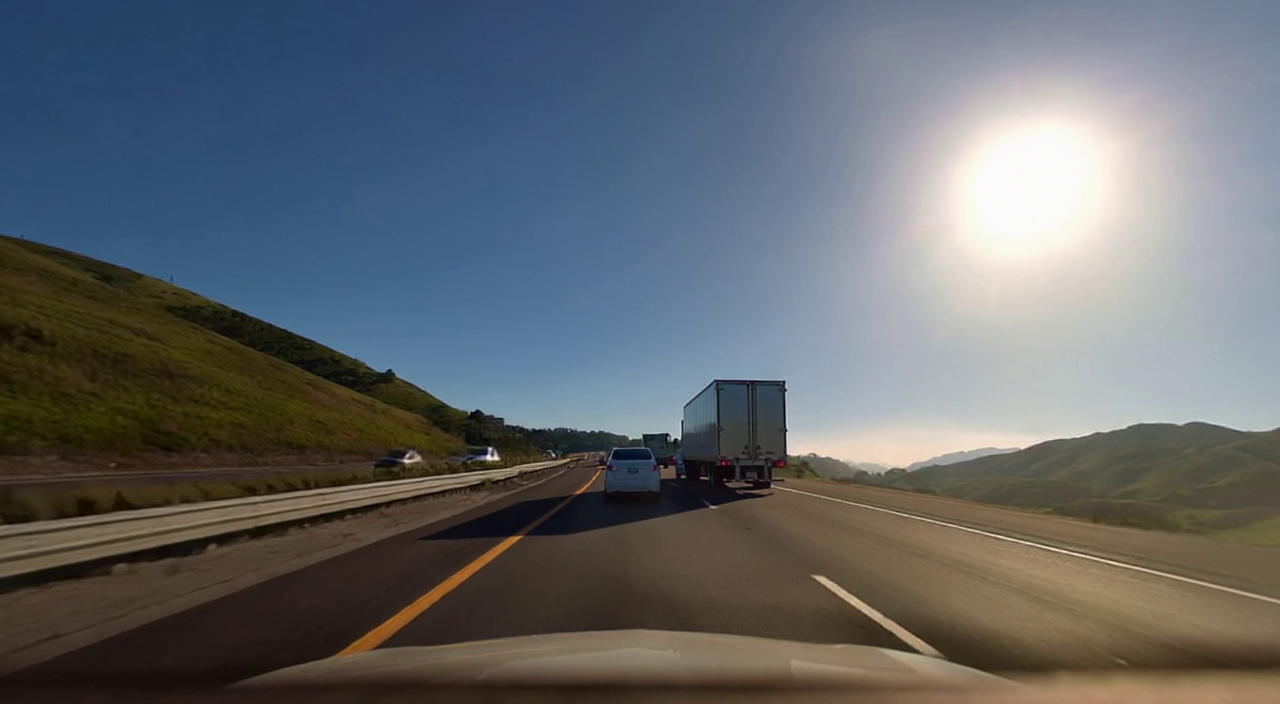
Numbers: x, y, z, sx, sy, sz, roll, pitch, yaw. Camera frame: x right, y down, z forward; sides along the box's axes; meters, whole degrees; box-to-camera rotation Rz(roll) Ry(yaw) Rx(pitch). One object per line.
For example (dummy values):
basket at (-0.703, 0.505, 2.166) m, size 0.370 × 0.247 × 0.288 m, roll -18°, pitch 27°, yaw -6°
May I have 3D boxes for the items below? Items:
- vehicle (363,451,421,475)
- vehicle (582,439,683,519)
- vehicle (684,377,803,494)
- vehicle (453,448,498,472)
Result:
vehicle at (-16.127, 7.233, 41.296) m, size 2.005 × 1.495 × 4.508 m, roll 0°, pitch -9°, yaw -1°
vehicle at (-0.181, 2.977, 15.218) m, size 2.109 × 1.639 × 3.768 m, roll 0°, pitch -9°, yaw -1°
vehicle at (4.060, 3.990, 28.956) m, size 2.812 × 4.024 × 14.098 m, roll 0°, pitch -9°, yaw -1°
vehicle at (-11.824, 7.793, 45.614) m, size 2.089 × 1.615 × 4.363 m, roll 0°, pitch -9°, yaw -1°
